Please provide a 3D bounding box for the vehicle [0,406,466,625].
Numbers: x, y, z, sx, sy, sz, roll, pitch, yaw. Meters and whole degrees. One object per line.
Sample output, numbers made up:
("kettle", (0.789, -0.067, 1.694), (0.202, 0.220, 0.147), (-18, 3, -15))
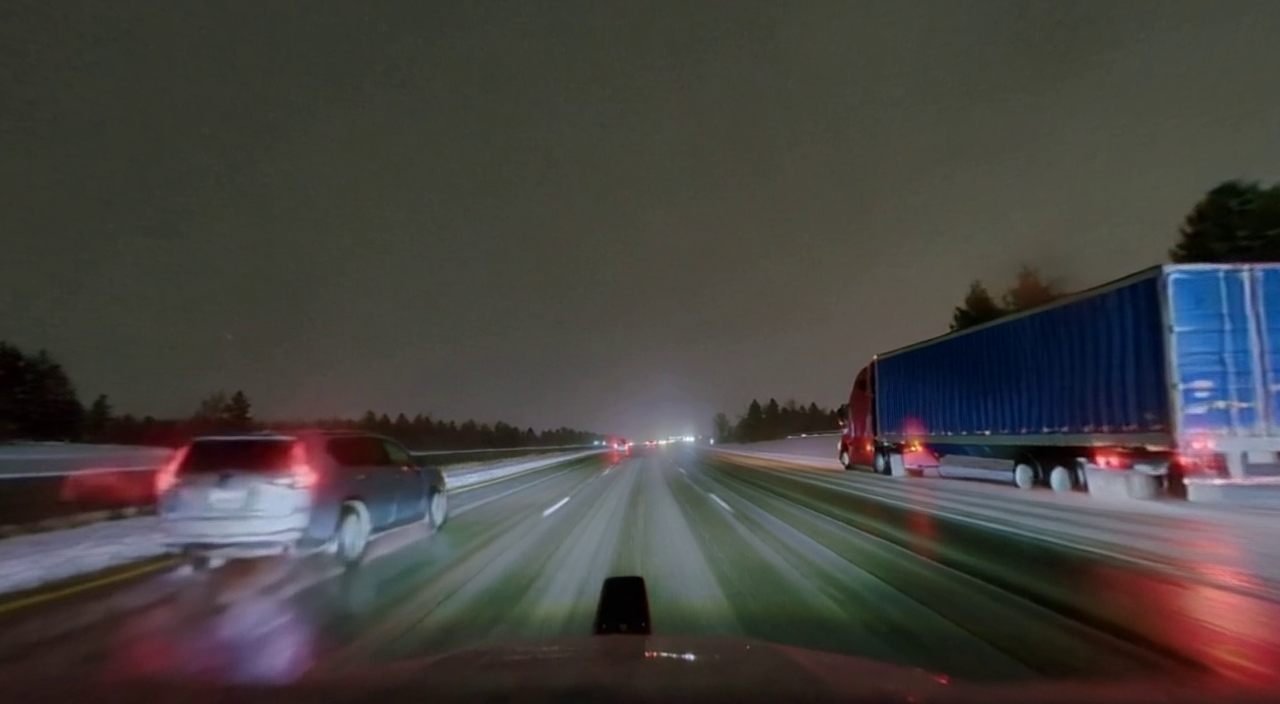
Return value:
("vehicle", (-3.753, 1.549, 7.104), (2.053, 1.587, 4.855), (0, -8, 2))
